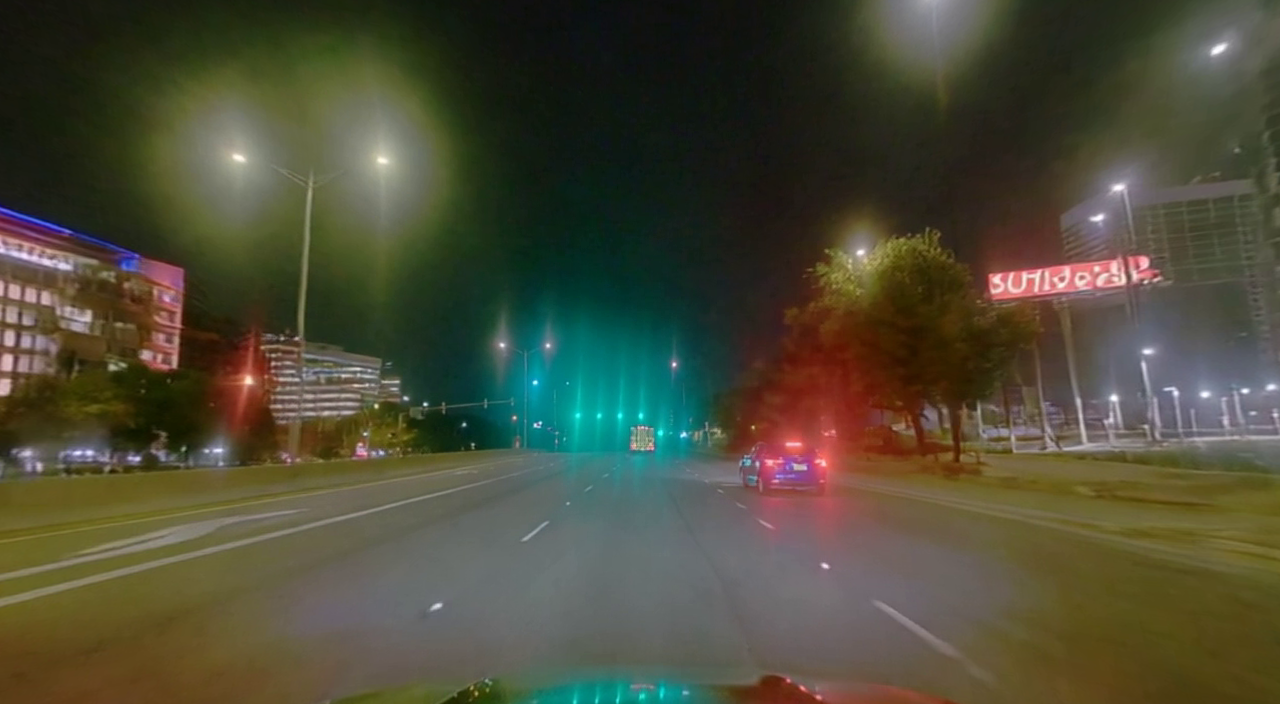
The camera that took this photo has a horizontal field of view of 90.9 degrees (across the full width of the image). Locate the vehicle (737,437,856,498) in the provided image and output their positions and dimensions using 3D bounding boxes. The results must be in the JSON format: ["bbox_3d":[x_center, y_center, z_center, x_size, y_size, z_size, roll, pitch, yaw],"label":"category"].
[{"bbox_3d":[4.100,3.111,17.444,2.005,1.442,4.675,0,-8,-1],"label":"vehicle"}]
